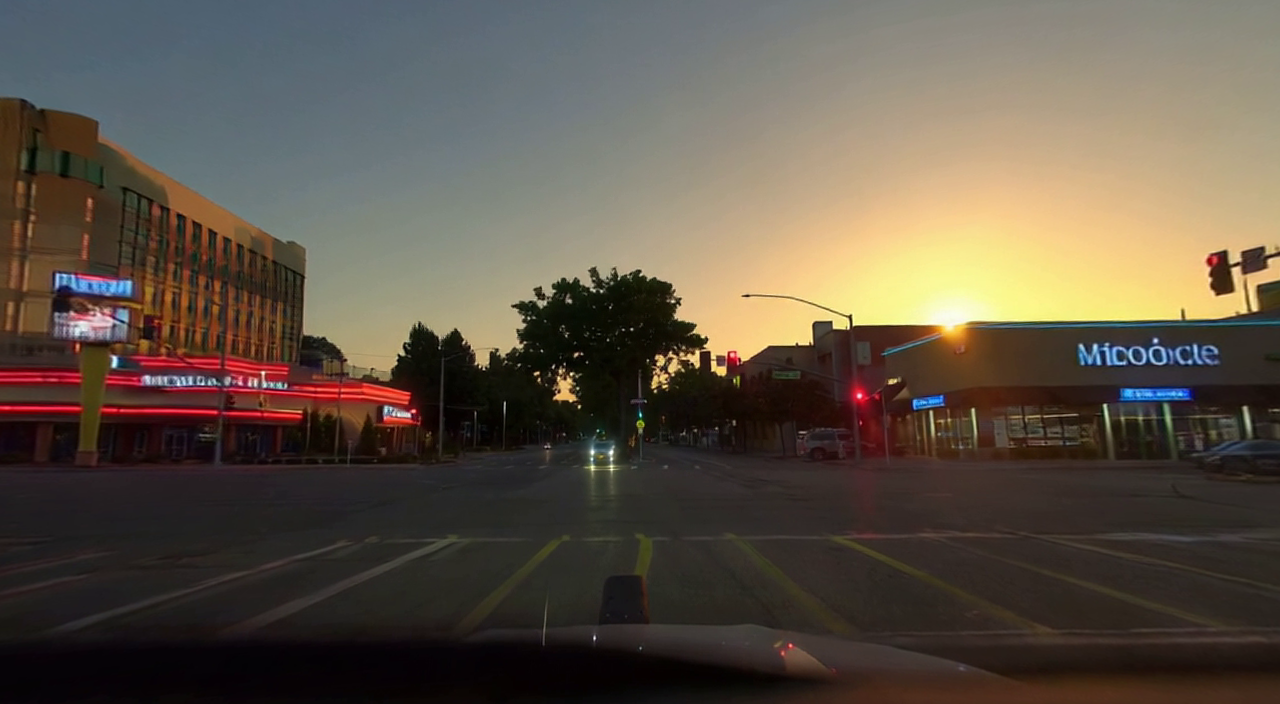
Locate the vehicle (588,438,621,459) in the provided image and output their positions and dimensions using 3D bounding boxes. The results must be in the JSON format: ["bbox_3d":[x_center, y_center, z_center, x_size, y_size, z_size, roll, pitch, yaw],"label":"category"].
[{"bbox_3d":[-2.506,6.965,45.539,2.104,1.468,4.195,0,-8,1],"label":"vehicle"}]
